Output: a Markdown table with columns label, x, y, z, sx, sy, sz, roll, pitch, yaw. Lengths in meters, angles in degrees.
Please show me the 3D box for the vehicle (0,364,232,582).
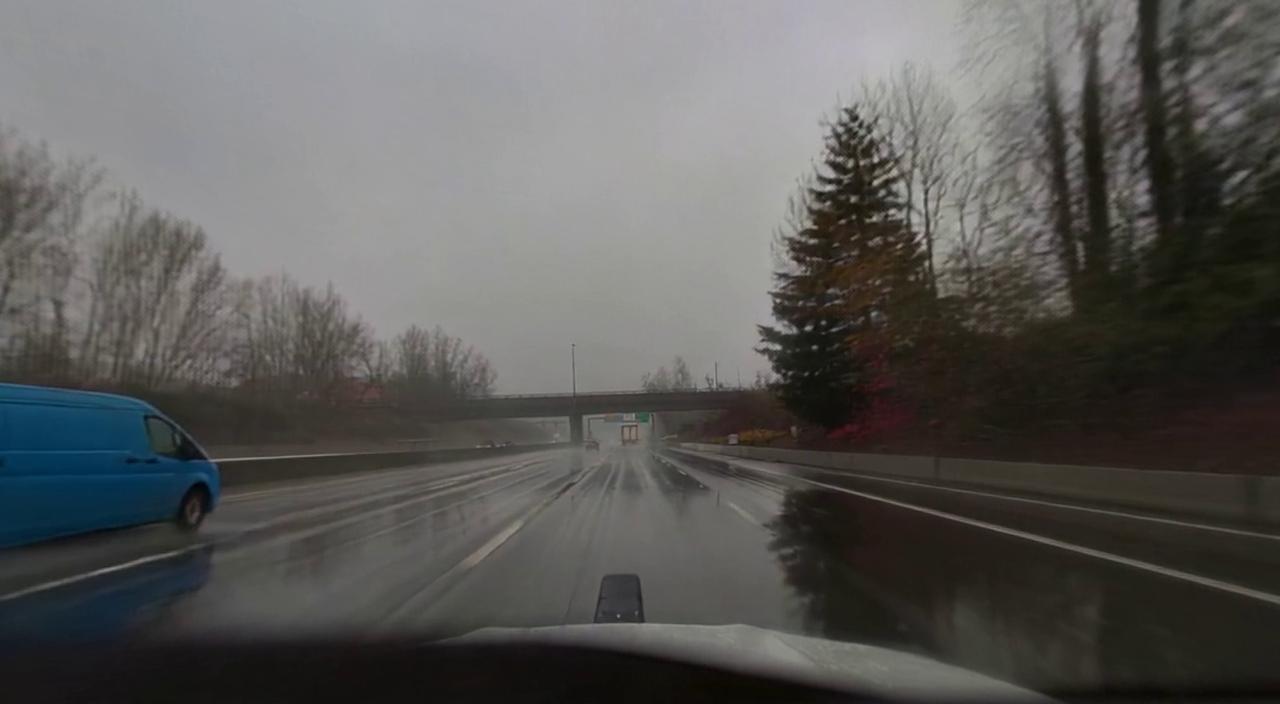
| label | x | y | z | sx | sy | sz | roll | pitch | yaw |
| --- | --- | --- | --- | --- | --- | --- | --- | --- | --- |
| vehicle | -7.020 | 1.212 | 6.472 | 2.150 | 1.996 | 5.341 | 0 | -8 | -2 |
